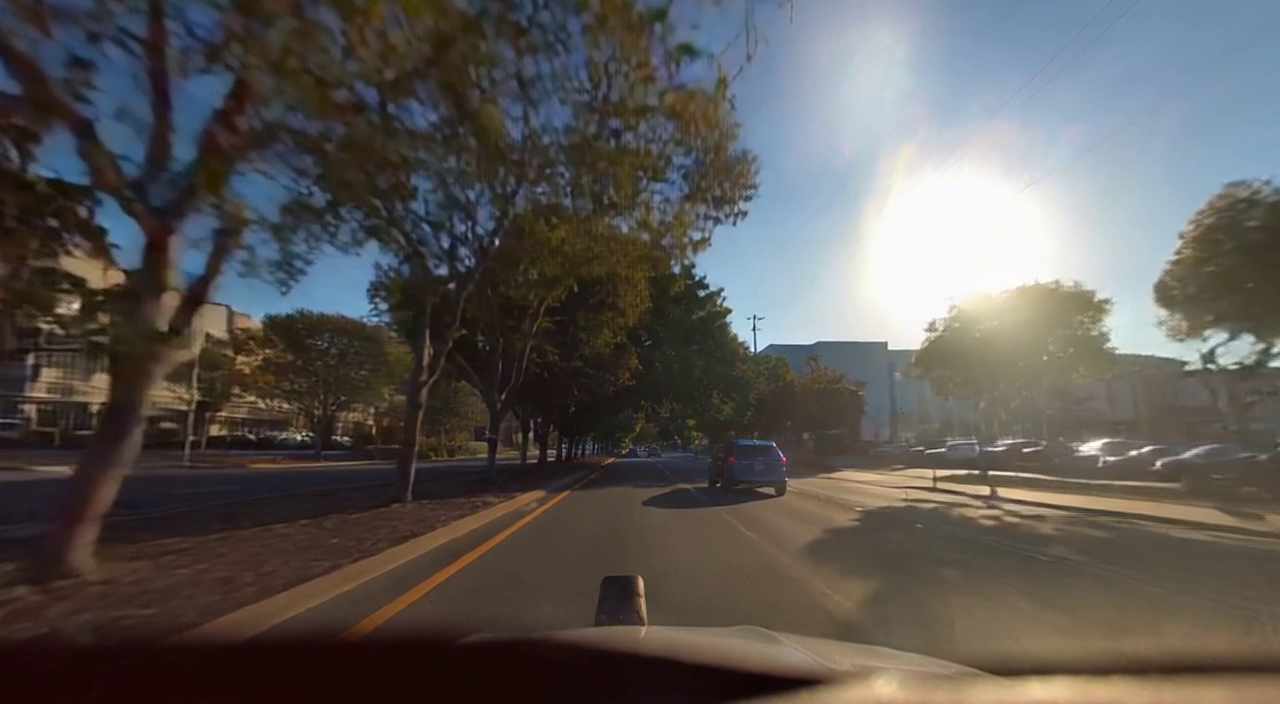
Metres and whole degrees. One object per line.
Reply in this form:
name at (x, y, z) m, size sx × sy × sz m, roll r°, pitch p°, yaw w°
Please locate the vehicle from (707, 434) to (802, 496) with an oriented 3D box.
vehicle at (3.417, 3.462, 19.755) m, size 2.072 × 1.696 × 4.177 m, roll 1°, pitch -9°, yaw -2°
